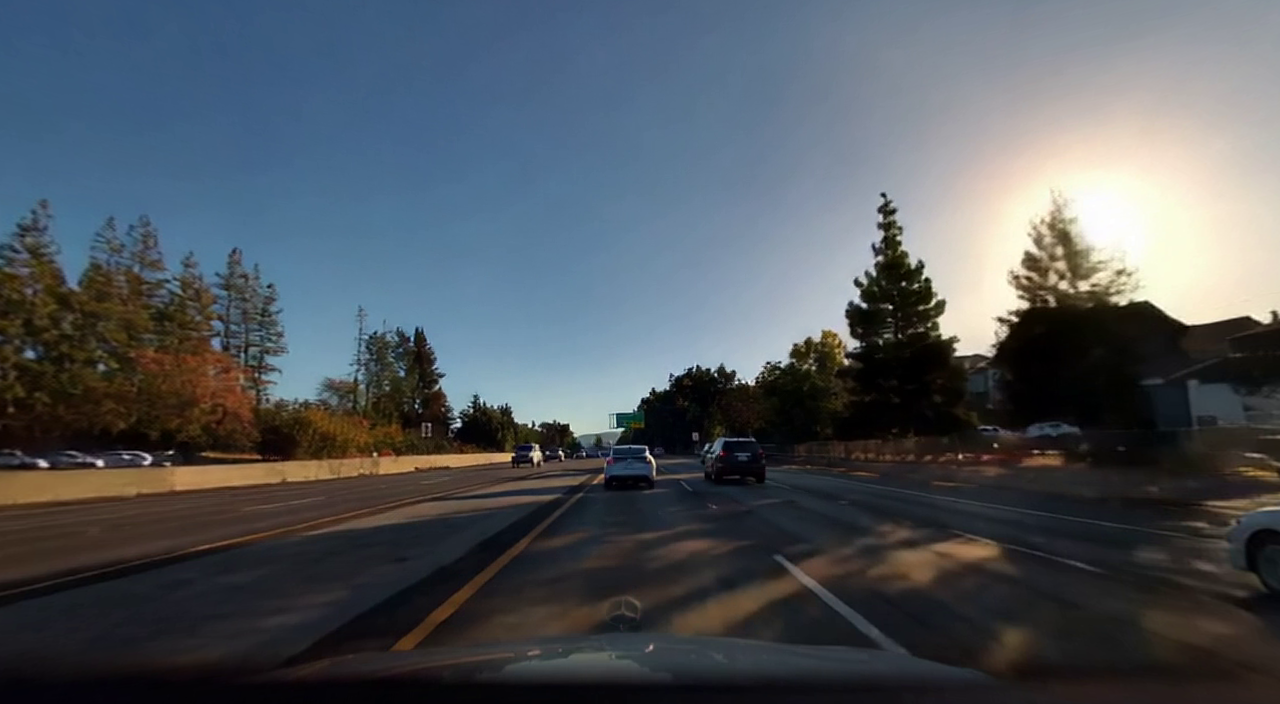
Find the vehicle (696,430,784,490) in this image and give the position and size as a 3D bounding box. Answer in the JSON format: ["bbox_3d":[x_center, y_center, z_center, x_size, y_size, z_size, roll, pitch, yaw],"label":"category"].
[{"bbox_3d":[3.298,3.677,21.854,2.186,1.842,4.553,0,-9,-2],"label":"vehicle"}]

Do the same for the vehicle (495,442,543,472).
[{"bbox_3d":[-7.259,6.318,38.283,1.939,1.661,4.295,0,-9,1],"label":"vehicle"}]

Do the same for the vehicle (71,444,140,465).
[{"bbox_3d":[-37.560,7.223,44.420,3.305,1.411,1.561,0,-9,-2],"label":"vehicle"}]

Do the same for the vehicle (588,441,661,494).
[{"bbox_3d":[-0.433,3.511,19.528,2.040,1.451,3.736,0,-9,0],"label":"vehicle"}]
